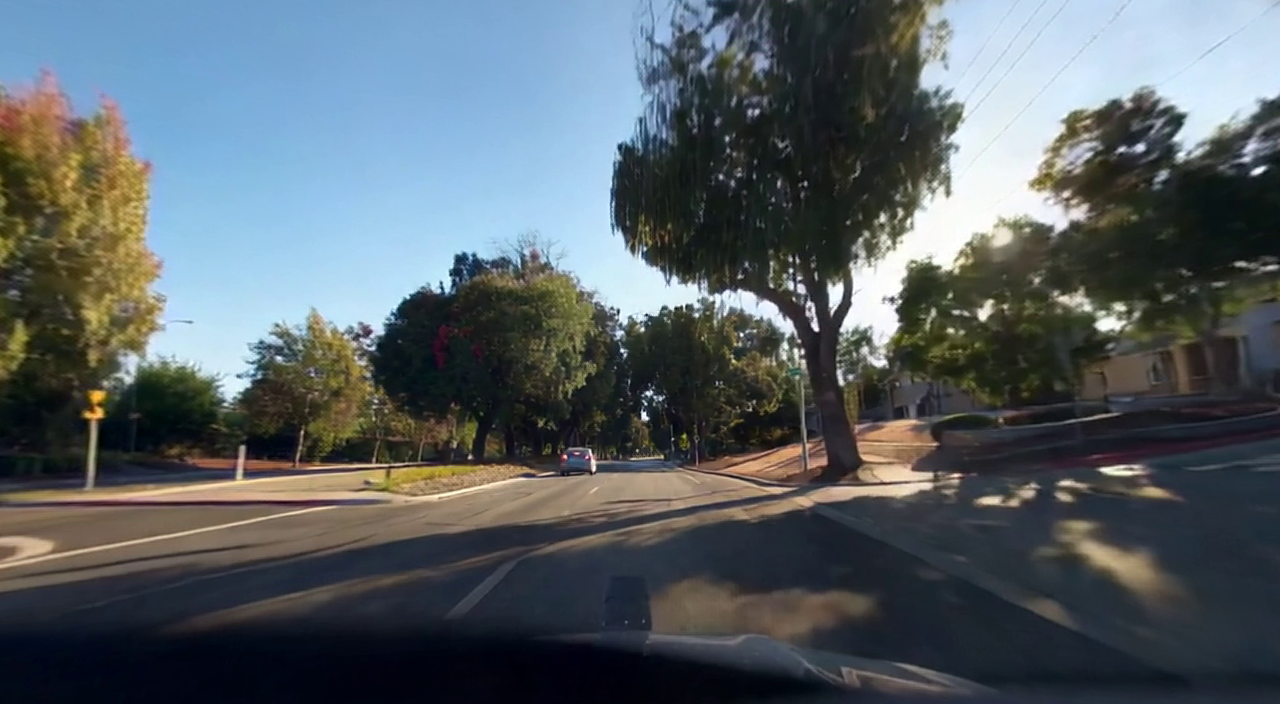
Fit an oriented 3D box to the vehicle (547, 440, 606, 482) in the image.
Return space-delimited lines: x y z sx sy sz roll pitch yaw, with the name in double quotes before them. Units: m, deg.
"vehicle" -2.666 4.675 27.371 2.016 1.694 4.335 0 -8 1
